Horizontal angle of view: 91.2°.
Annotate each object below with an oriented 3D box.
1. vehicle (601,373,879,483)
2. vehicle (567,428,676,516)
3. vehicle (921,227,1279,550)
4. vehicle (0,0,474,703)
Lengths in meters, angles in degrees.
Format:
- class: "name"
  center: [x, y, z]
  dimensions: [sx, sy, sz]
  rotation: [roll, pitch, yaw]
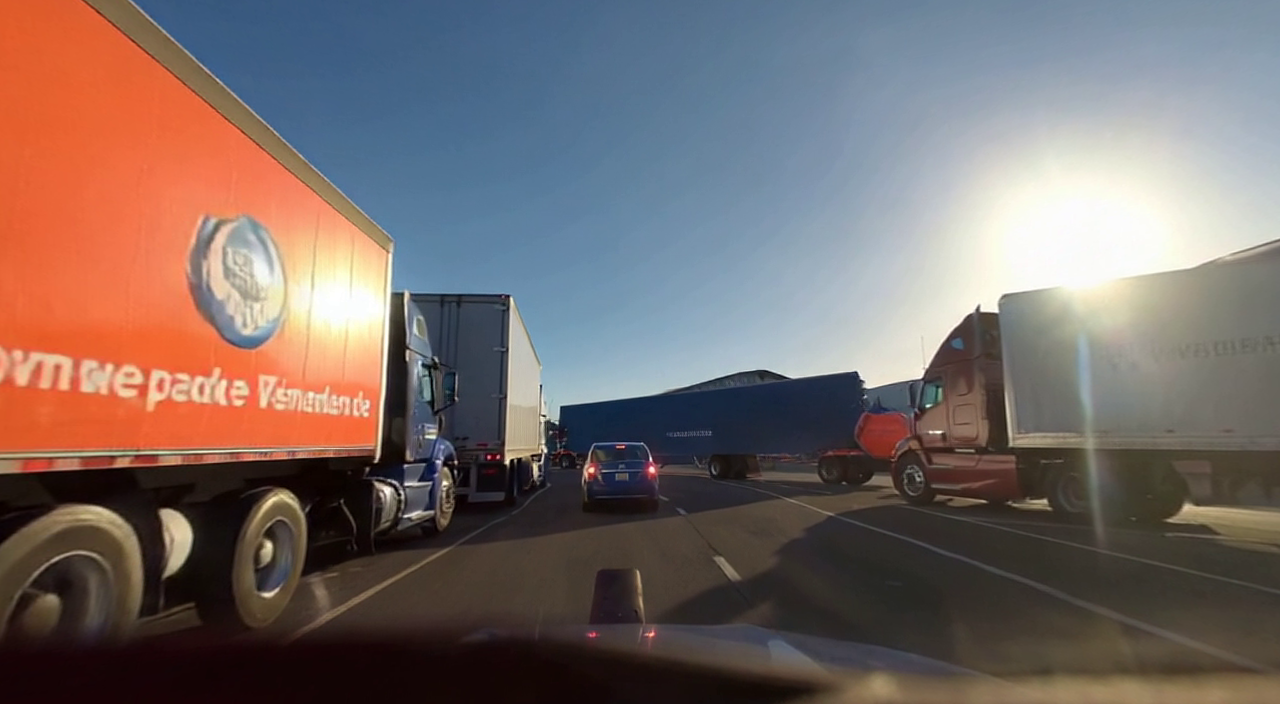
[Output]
- class: "vehicle"
  center: [3.743, 3.704, 30.015]
  dimensions: [2.877, 4.124, 14.516]
  rotation: [3, -8, -41]
- class: "vehicle"
  center: [-0.378, 2.663, 14.316]
  dimensions: [2.140, 1.682, 3.971]
  rotation: [0, -9, 0]
- class: "vehicle"
  center: [11.140, 0.322, 7.598]
  dimensions: [13.564, 4.152, 3.110]
  rotation: [-9, -12, 42]
- class: "vehicle"
  center: [-3.991, 0.509, 5.018]
  dimensions: [2.986, 3.391, 9.523]
  rotation: [0, -9, -2]
